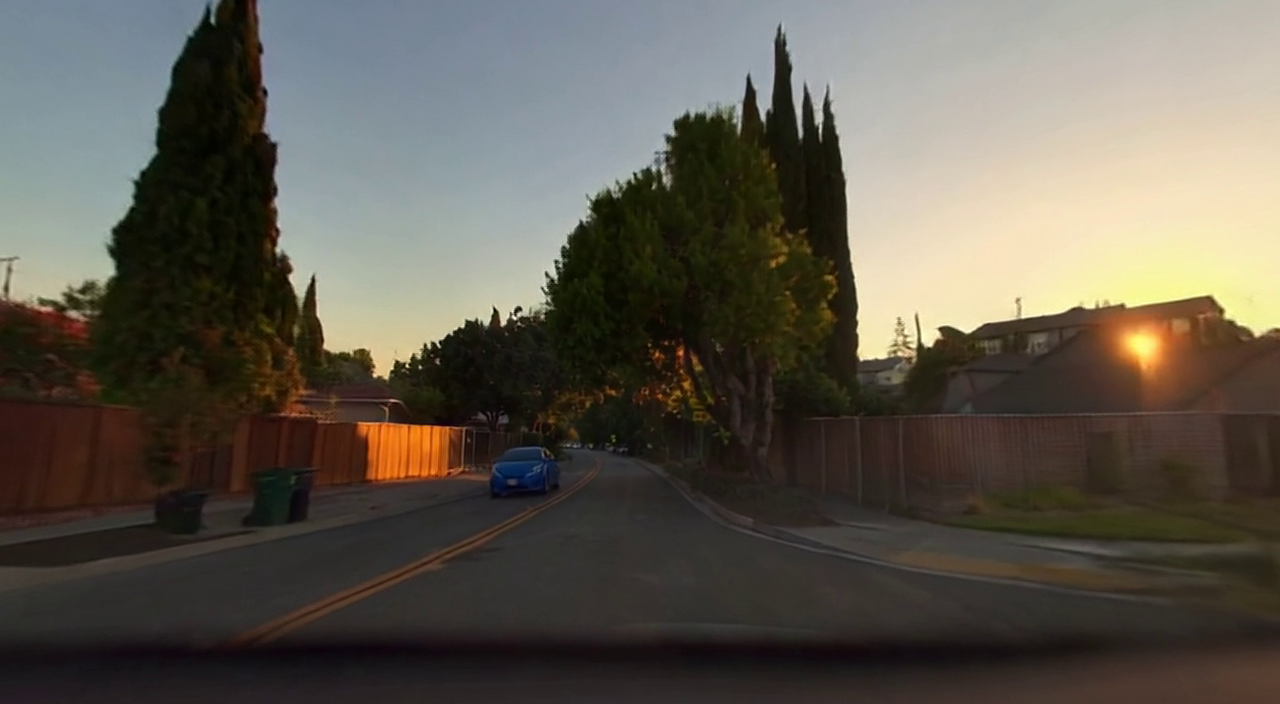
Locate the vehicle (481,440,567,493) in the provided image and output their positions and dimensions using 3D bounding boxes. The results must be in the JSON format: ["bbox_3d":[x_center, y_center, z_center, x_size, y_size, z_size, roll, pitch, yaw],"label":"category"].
[{"bbox_3d":[-3.928,4.020,22.158,2.036,1.657,4.391,0,-10,2],"label":"vehicle"}]
